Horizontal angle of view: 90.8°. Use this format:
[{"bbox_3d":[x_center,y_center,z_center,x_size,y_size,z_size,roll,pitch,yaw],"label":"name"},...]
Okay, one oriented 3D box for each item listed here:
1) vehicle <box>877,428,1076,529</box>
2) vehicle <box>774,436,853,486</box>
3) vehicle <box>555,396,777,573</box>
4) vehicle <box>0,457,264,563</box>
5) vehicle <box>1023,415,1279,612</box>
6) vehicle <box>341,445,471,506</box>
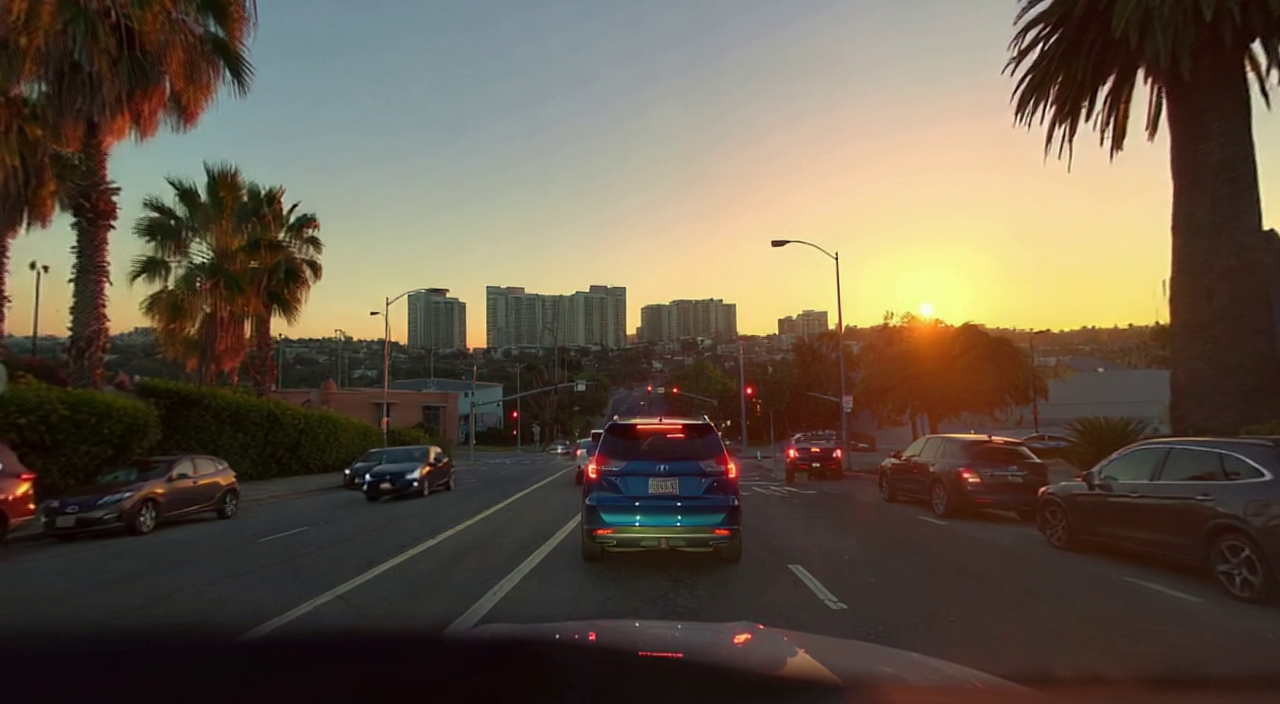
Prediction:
[{"bbox_3d":[6.692,2.529,13.242,1.930,1.736,4.329,-1,-8,3],"label":"vehicle"},{"bbox_3d":[6.565,4.148,24.392,1.948,1.729,4.023,0,-8,1],"label":"vehicle"},{"bbox_3d":[0.288,1.672,8.681,2.264,1.798,4.258,0,-8,1],"label":"vehicle"},{"bbox_3d":[-9.560,2.813,11.949,2.054,1.467,4.595,-3,-9,1],"label":"vehicle"},{"bbox_3d":[6.465,1.603,6.930,1.935,1.672,4.139,0,-8,1],"label":"vehicle"},{"bbox_3d":[-6.409,3.395,17.963,1.928,1.475,4.645,0,-8,-1],"label":"vehicle"}]
